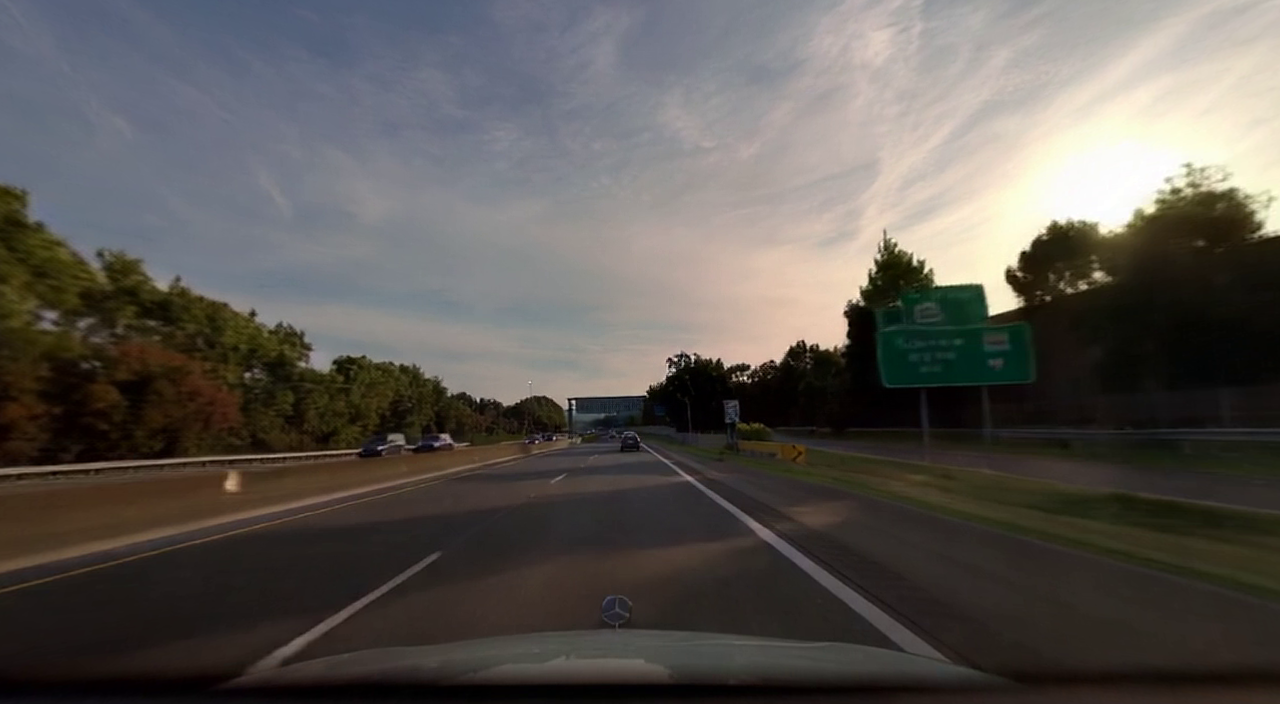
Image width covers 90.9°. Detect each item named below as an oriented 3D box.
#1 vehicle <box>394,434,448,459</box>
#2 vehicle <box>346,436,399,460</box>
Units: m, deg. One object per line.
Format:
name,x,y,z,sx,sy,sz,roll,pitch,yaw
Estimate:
vehicle,-13.442,5.792,38.878,1.929,1.469,3.985,0,-8,-1
vehicle,-18.021,6.448,42.602,1.839,1.548,3.946,0,-8,0
